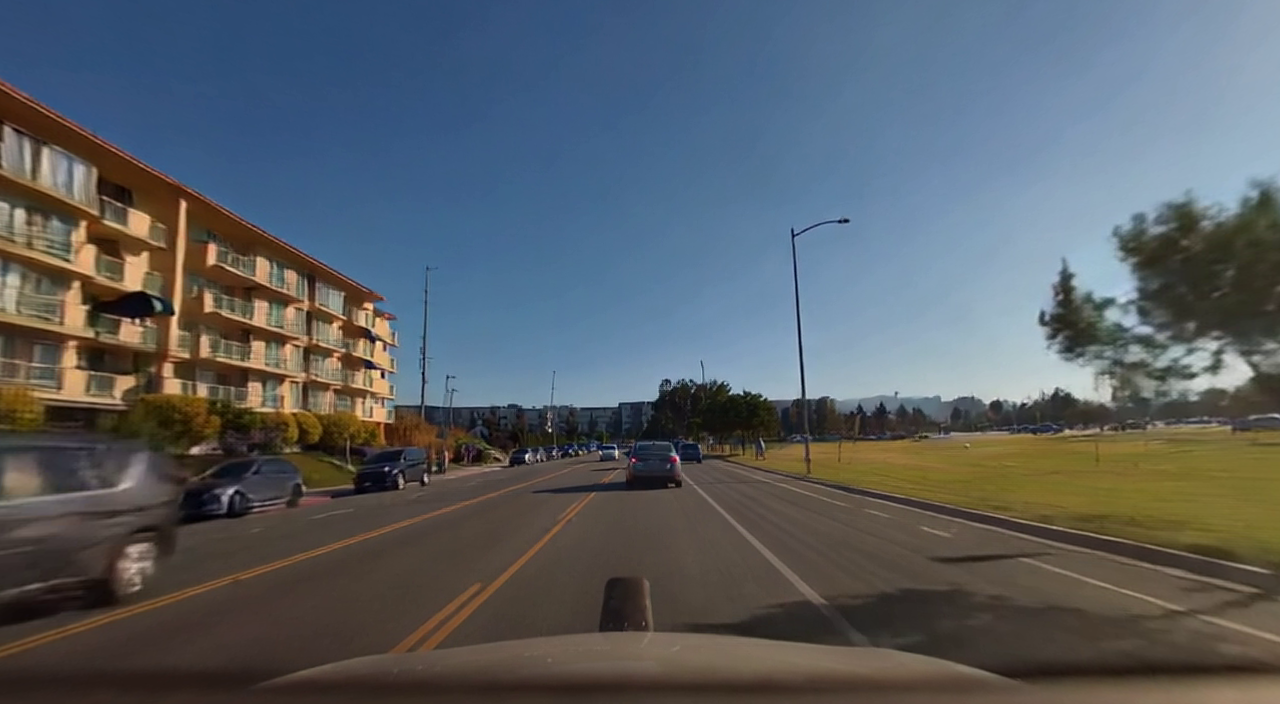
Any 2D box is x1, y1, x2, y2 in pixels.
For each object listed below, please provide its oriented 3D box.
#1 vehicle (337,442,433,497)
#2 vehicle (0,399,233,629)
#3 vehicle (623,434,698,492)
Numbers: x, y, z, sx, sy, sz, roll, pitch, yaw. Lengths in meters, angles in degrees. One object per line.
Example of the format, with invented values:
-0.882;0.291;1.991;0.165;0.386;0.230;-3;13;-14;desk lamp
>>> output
-10.094;4.642;25.338;2.032;1.833;4.465;-3;-8;0;vehicle
-6.204;1.370;5.463;2.065;1.838;4.846;-1;-9;0;vehicle
0.607;3.459;19.935;2.132;1.632;3.838;-1;-8;1;vehicle
